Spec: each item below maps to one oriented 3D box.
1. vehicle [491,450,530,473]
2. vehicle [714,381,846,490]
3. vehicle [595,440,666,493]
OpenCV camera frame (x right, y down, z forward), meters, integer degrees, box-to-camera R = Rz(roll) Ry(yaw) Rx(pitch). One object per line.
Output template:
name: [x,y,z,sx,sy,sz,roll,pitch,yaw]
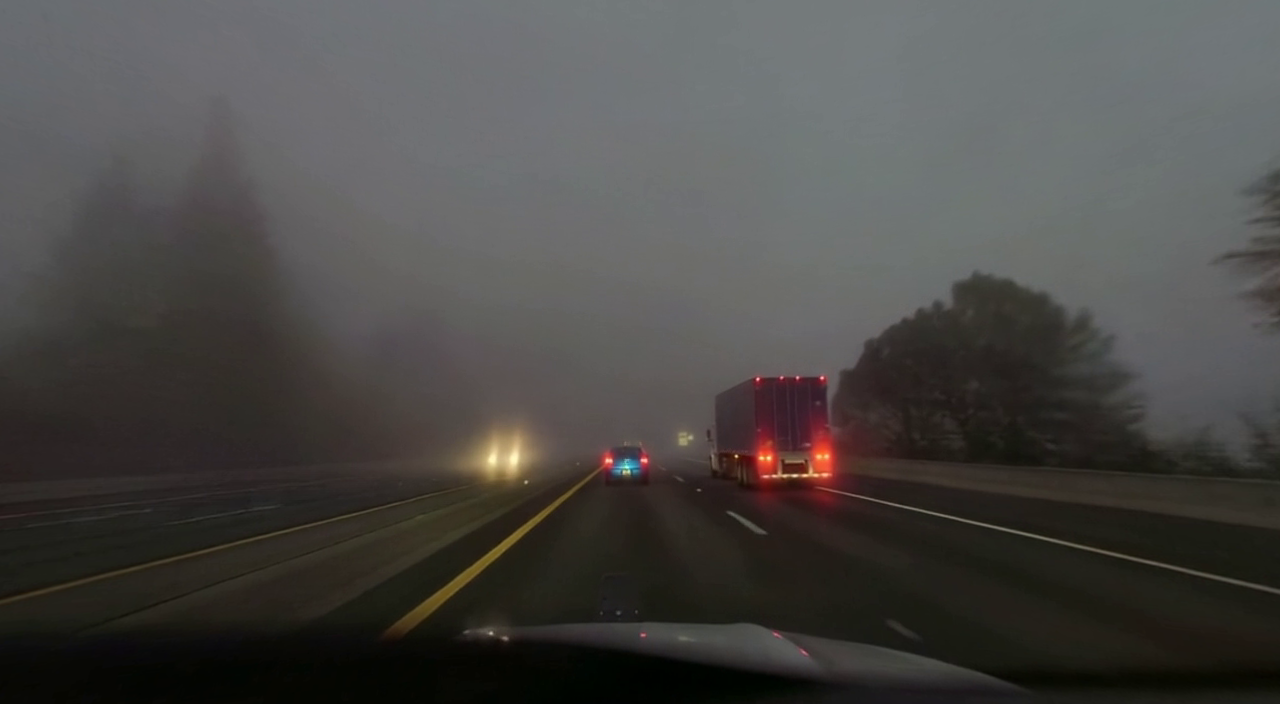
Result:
vehicle: [-9.023,7.668,43.930,1.844,1.501,3.817,-1,-9,0]
vehicle: [4.561,3.001,22.194,2.791,3.201,7.145,0,-9,-2]
vehicle: [-0.289,3.623,20.172,2.066,1.490,3.759,-1,-9,0]
